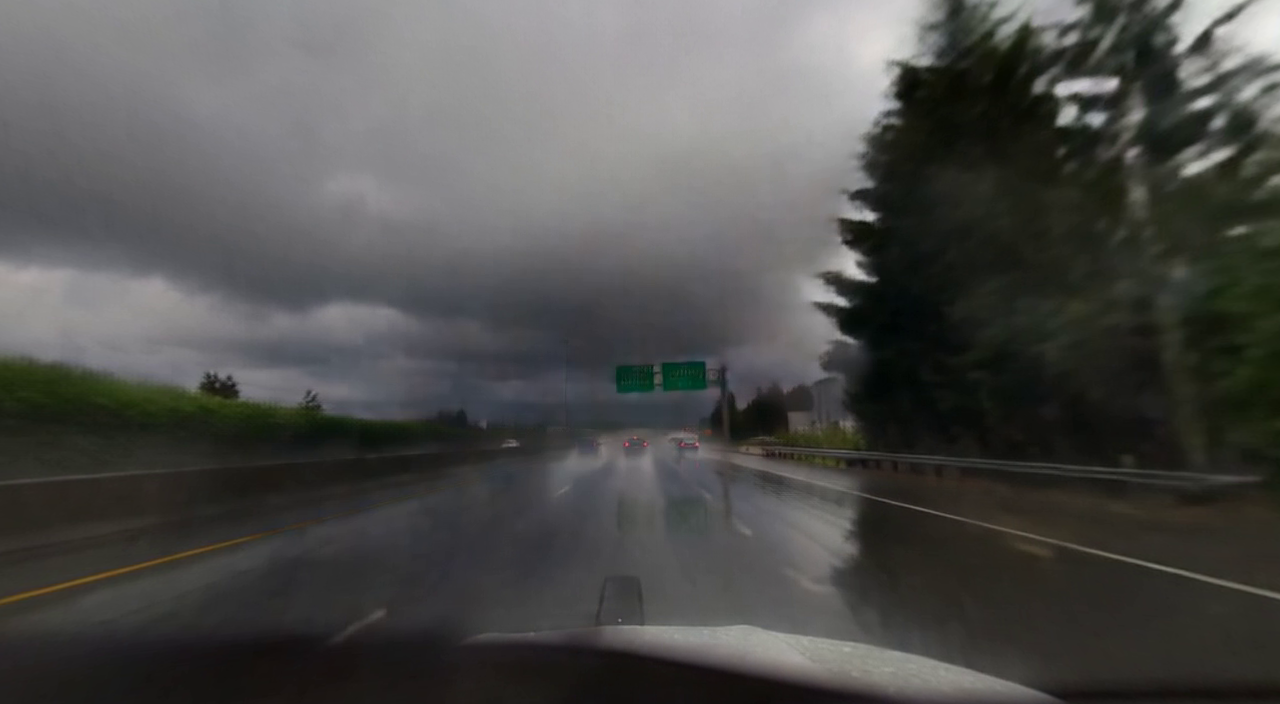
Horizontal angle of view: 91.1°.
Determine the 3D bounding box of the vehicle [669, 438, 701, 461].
[{"bbox_3d":[3.260,7.146,46.138,1.992,1.532,3.996,0,-8,-1],"label":"vehicle"}]
